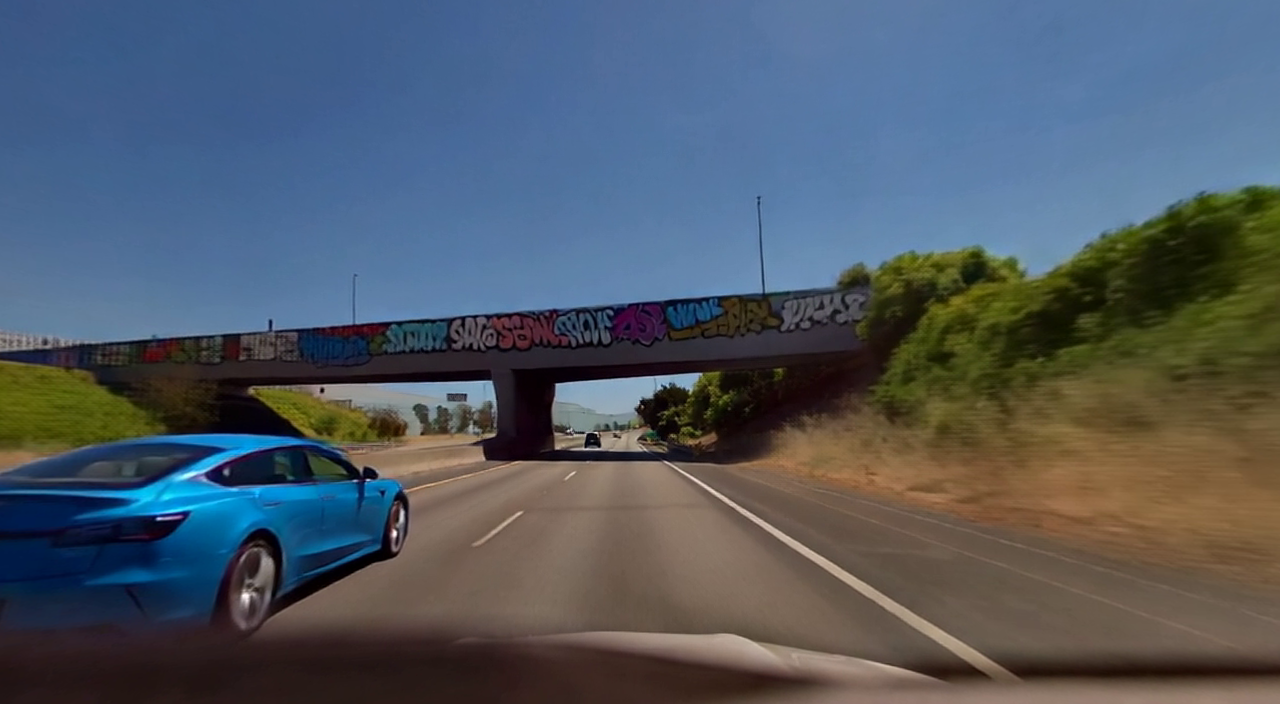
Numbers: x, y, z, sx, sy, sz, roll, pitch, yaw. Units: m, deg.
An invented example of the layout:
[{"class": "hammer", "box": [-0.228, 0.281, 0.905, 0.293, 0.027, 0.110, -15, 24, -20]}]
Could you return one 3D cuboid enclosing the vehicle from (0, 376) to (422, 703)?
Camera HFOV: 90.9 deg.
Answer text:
[{"class": "vehicle", "box": [-3.477, 1.164, 4.670, 2.108, 1.555, 4.574, 0, -8, -1]}]
